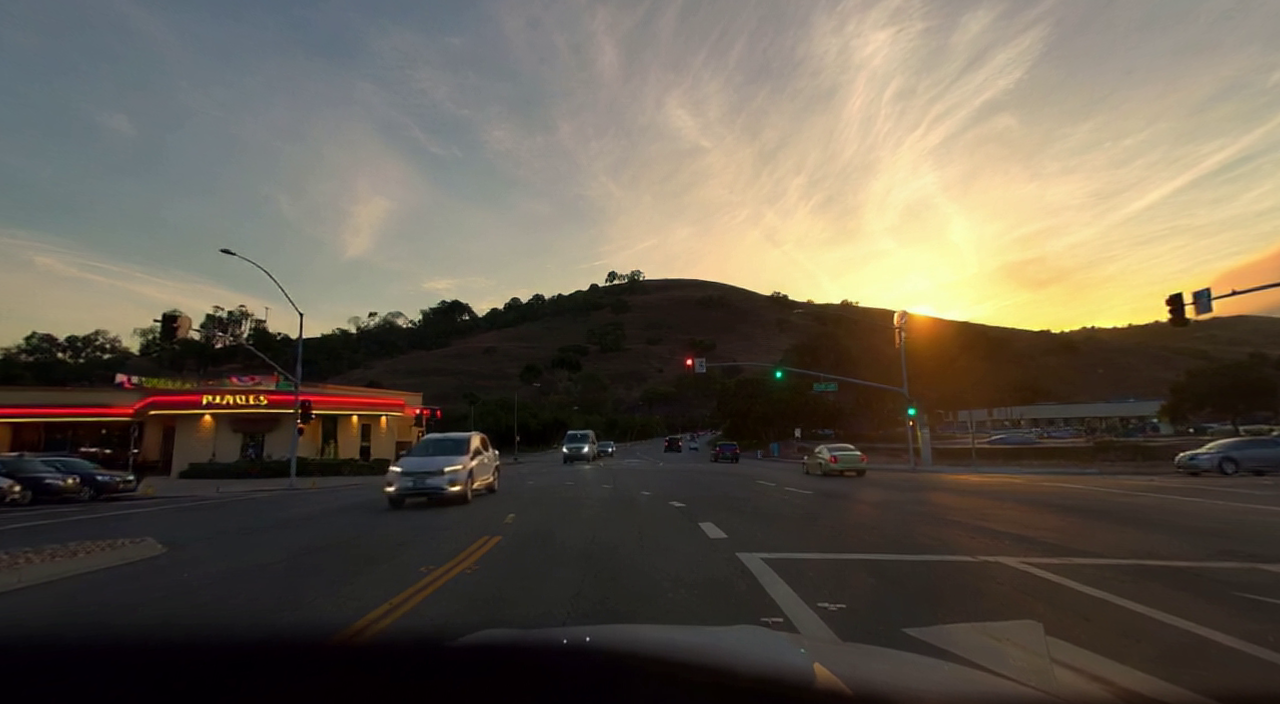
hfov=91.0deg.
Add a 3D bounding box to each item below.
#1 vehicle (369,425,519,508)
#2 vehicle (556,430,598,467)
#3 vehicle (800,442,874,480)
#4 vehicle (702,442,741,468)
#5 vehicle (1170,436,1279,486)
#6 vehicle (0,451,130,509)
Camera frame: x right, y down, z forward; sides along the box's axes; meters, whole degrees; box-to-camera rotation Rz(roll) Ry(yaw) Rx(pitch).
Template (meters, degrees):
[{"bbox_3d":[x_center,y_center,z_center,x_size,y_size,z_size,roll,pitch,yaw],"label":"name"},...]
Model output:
[{"bbox_3d":[-4.627,2.798,15.795,2.199,1.745,4.669,0,-8,1],"label":"vehicle"},{"bbox_3d":[-4.159,6.472,42.308,2.196,2.264,5.206,0,-8,1],"label":"vehicle"},{"bbox_3d":[9.092,5.046,29.443,1.911,1.594,4.378,0,-9,-2],"label":"vehicle"},{"bbox_3d":[5.417,6.862,42.110,1.855,1.622,4.167,0,-8,-3],"label":"vehicle"},{"bbox_3d":[25.086,4.464,26.037,4.546,1.944,2.051,1,-9,-5],"label":"vehicle"},{"bbox_3d":[-19.772,4.127,20.534,4.440,1.748,2.033,0,-8,1],"label":"vehicle"}]
